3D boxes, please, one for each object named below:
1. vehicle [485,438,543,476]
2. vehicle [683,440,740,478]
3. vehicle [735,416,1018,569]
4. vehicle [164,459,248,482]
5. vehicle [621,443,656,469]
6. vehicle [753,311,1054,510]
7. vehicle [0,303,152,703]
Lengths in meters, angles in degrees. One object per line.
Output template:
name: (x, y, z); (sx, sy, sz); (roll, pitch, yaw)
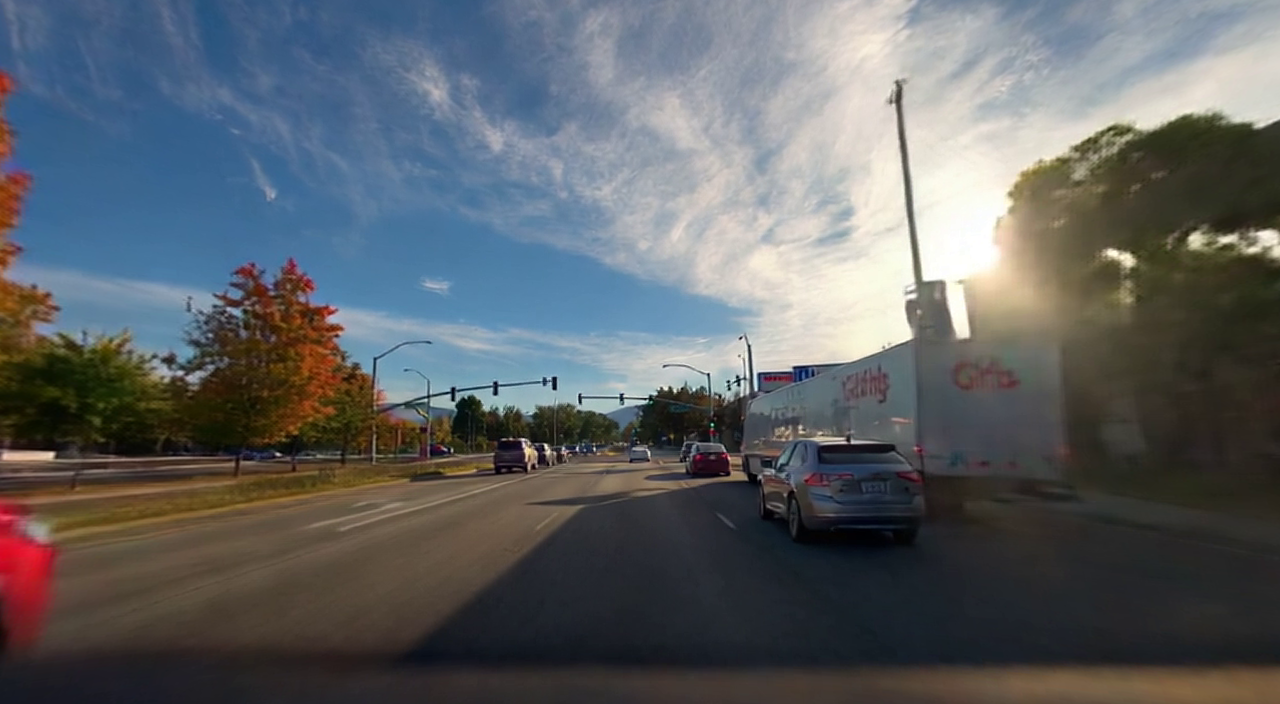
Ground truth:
vehicle: (-6.517, 5.468, 33.228); (2.136, 1.837, 4.669); (0, -9, -1)
vehicle: (2.987, 4.555, 27.088); (1.842, 1.480, 4.155); (0, -9, -2)
vehicle: (2.875, 1.845, 9.146); (2.174, 1.596, 4.779); (0, -9, -1)
vehicle: (-31.408, 8.588, 45.885); (4.719, 1.481, 2.110); (4, -9, -27)
vehicle: (-0.105, 6.354, 38.745); (2.008, 1.464, 4.052); (0, -9, -1)
vehicle: (6.923, 2.400, 21.454); (2.899, 4.154, 16.592); (0, -8, -1)
vehicle: (-4.101, 0.531, 1.280); (2.368, 2.037, 5.319); (1, -9, -6)
